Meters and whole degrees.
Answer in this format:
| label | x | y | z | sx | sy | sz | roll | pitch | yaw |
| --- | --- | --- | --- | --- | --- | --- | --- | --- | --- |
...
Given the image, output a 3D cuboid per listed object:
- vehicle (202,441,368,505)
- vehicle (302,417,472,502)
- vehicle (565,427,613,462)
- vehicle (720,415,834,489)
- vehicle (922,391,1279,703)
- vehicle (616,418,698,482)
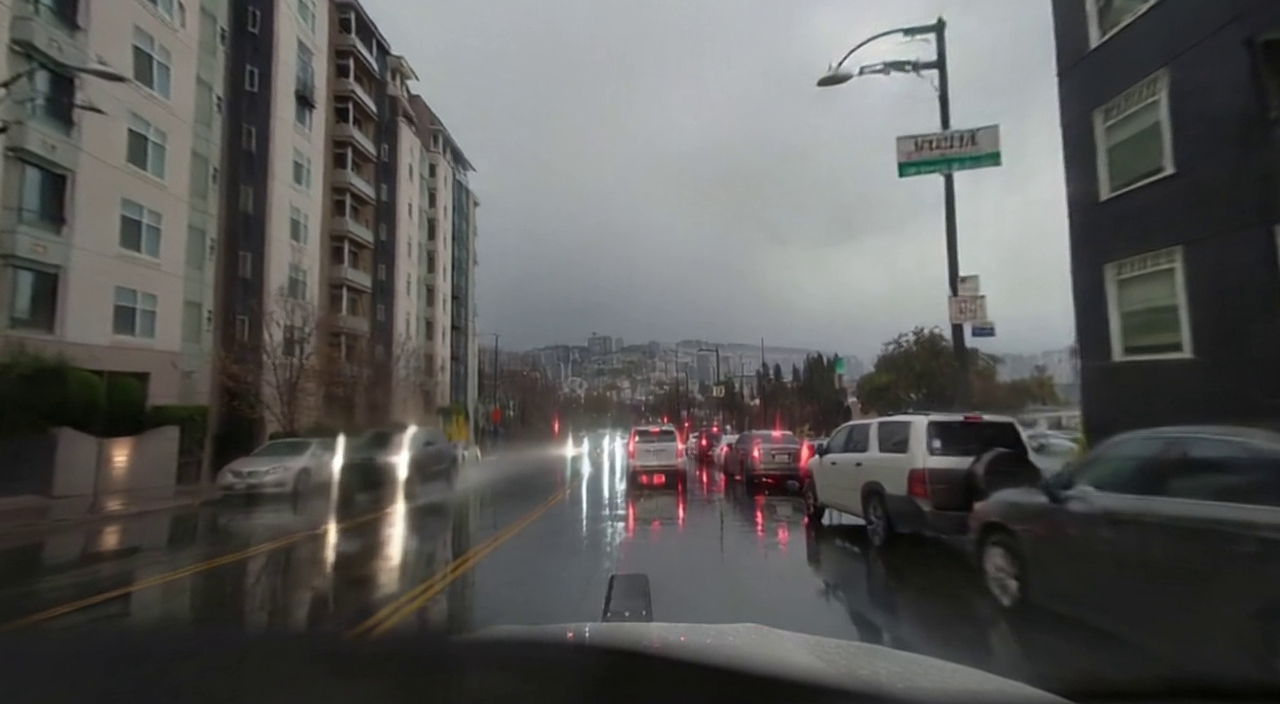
| label | x | y | z | sx | sy | sz | roll | pitch | yaw |
| --- | --- | --- | --- | --- | --- | --- | --- | --- | --- |
| vehicle | -9.289 | 3.158 | 17.007 | 2.021 | 1.474 | 4.337 | 0 | -8 | -1 |
| vehicle | -6.211 | 2.725 | 16.320 | 2.345 | 1.831 | 4.828 | 0 | -8 | 1 |
| vehicle | -2.681 | 5.015 | 34.044 | 2.219 | 1.746 | 4.197 | 0 | -8 | 0 |
| vehicle | 3.674 | 2.814 | 17.920 | 2.158 | 1.828 | 4.573 | 0 | -8 | -1 |
| vehicle | 3.562 | 1.047 | 3.524 | 2.033 | 1.470 | 4.502 | -1 | -8 | 3 |
| vehicle | 0.486 | 3.021 | 19.501 | 2.261 | 1.740 | 4.065 | 0 | -8 | 1 |
